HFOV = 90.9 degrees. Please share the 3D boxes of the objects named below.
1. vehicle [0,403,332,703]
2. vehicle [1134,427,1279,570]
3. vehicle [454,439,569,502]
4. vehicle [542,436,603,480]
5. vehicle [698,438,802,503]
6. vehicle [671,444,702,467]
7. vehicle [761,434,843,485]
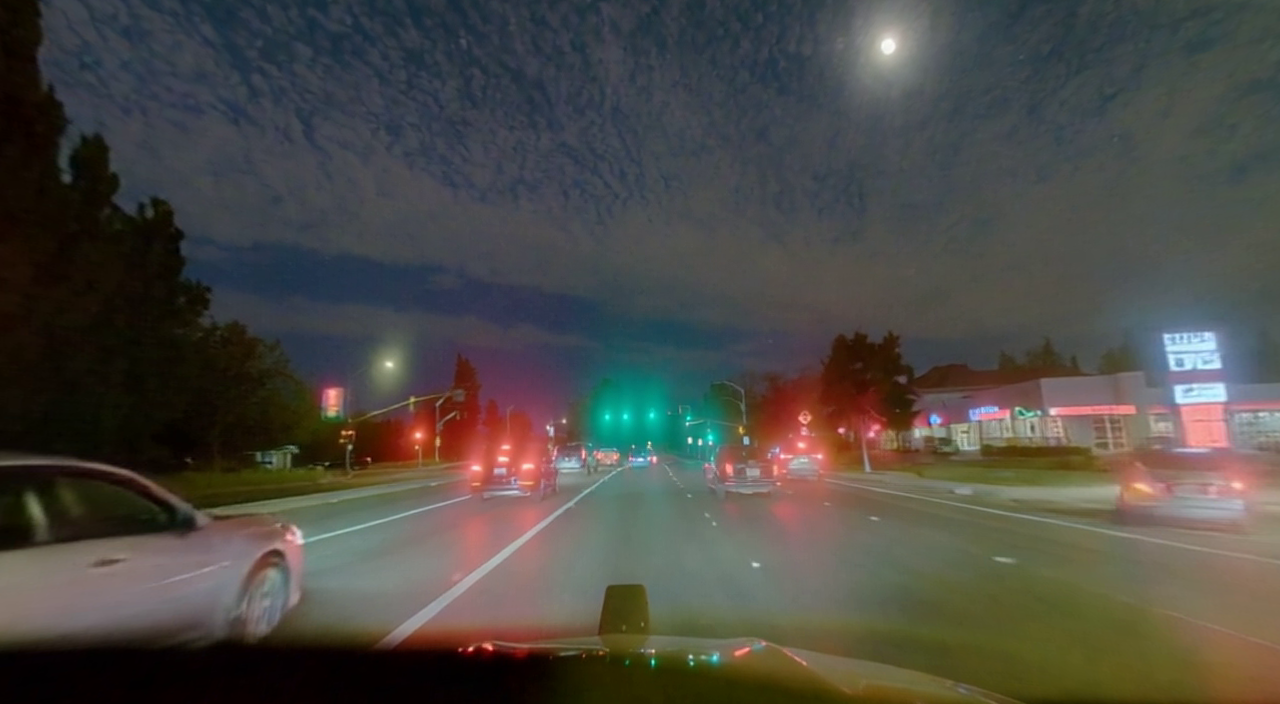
[{"bbox_3d":[-3.207,0.921,2.246,1.952,1.457,4.372,0,-8,1],"label":"vehicle"},{"bbox_3d":[8.141,1.658,7.232,2.070,1.547,4.941,-2,-9,16],"label":"vehicle"},{"bbox_3d":[-3.335,3.179,17.393,2.087,1.494,4.626,0,-8,2],"label":"vehicle"},{"bbox_3d":[-2.986,4.794,28.787,2.187,1.825,4.621,0,-8,1],"label":"vehicle"},{"bbox_3d":[2.819,3.126,17.112,2.004,1.512,4.206,0,-8,-1],"label":"vehicle"},{"bbox_3d":[3.461,7.748,47.399,2.030,1.628,4.080,0,-9,0],"label":"vehicle"},{"bbox_3d":[6.012,4.046,23.970,1.979,1.738,4.418,0,-8,0],"label":"vehicle"}]
